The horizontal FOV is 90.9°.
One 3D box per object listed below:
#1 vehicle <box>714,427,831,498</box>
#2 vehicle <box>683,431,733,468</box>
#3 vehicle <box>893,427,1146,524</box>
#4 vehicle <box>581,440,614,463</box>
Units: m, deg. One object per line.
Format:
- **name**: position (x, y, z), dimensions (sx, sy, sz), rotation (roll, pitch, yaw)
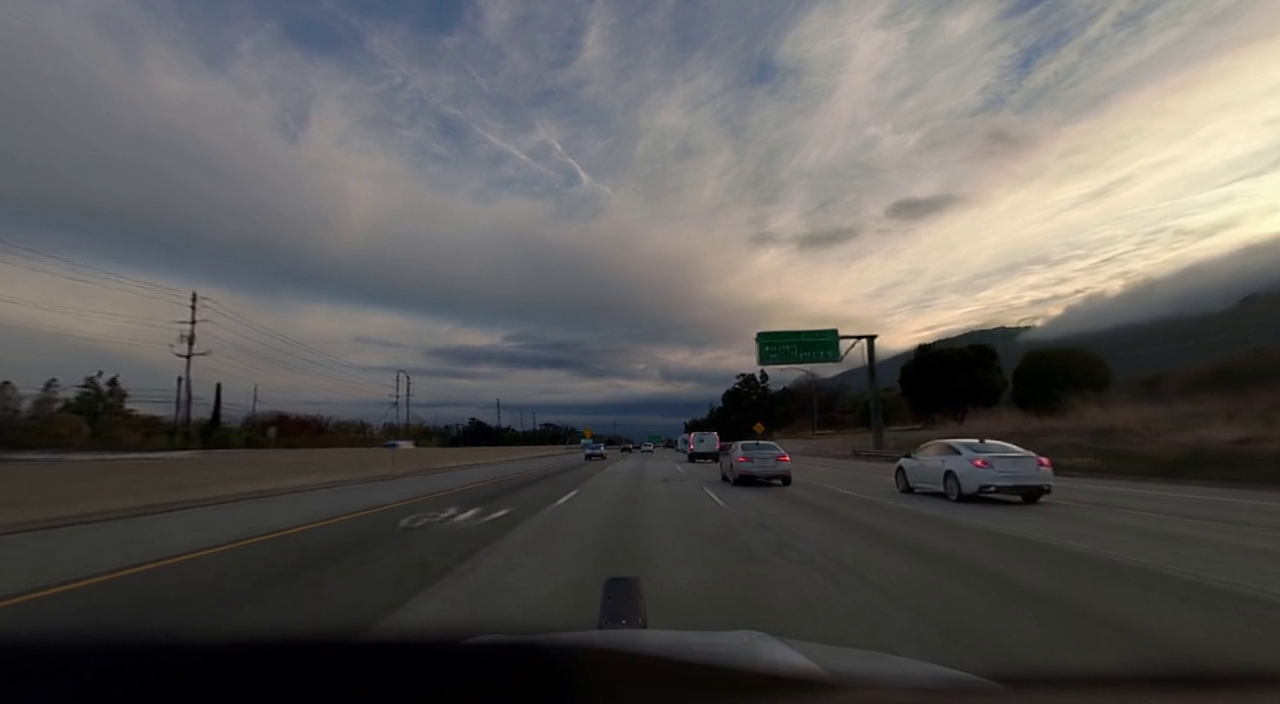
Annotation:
- **vehicle**: position (3.387, 2.935, 17.125), dimensions (2.146, 1.639, 4.475), rotation (0, -8, -1)
- **vehicle**: position (4.024, 5.897, 38.328), dimensions (2.442, 2.022, 5.466), rotation (0, -8, 0)
- **vehicle**: position (7.026, 2.318, 12.507), dimensions (1.988, 1.518, 4.856), rotation (0, -8, 0)
- **vehicle**: position (-3.165, 7.491, 47.635), dimensions (2.106, 1.682, 4.395), rotation (-1, -8, 2)
